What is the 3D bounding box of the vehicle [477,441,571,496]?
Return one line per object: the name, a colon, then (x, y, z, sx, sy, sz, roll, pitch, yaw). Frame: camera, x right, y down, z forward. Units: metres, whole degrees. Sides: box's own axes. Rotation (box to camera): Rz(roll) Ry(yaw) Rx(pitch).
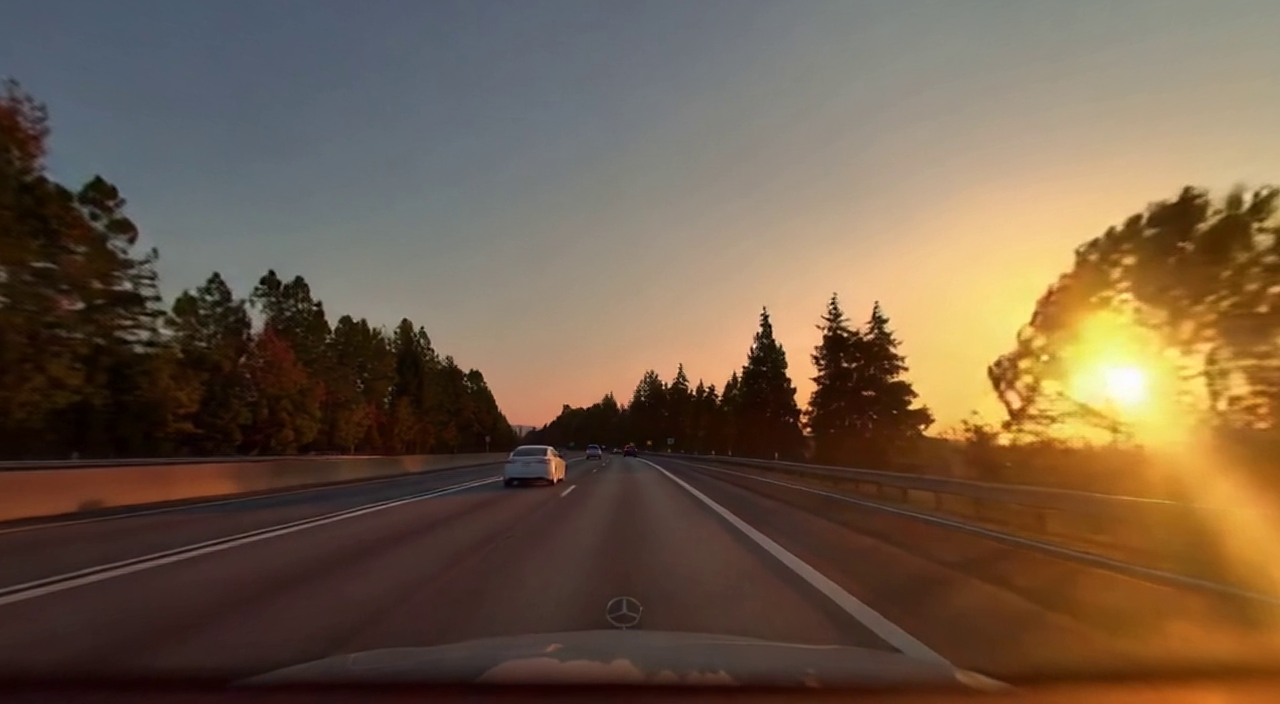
vehicle: (-3.687, 3.834, 21.157, 2.184, 1.574, 5.004, 0, -9, 0)
